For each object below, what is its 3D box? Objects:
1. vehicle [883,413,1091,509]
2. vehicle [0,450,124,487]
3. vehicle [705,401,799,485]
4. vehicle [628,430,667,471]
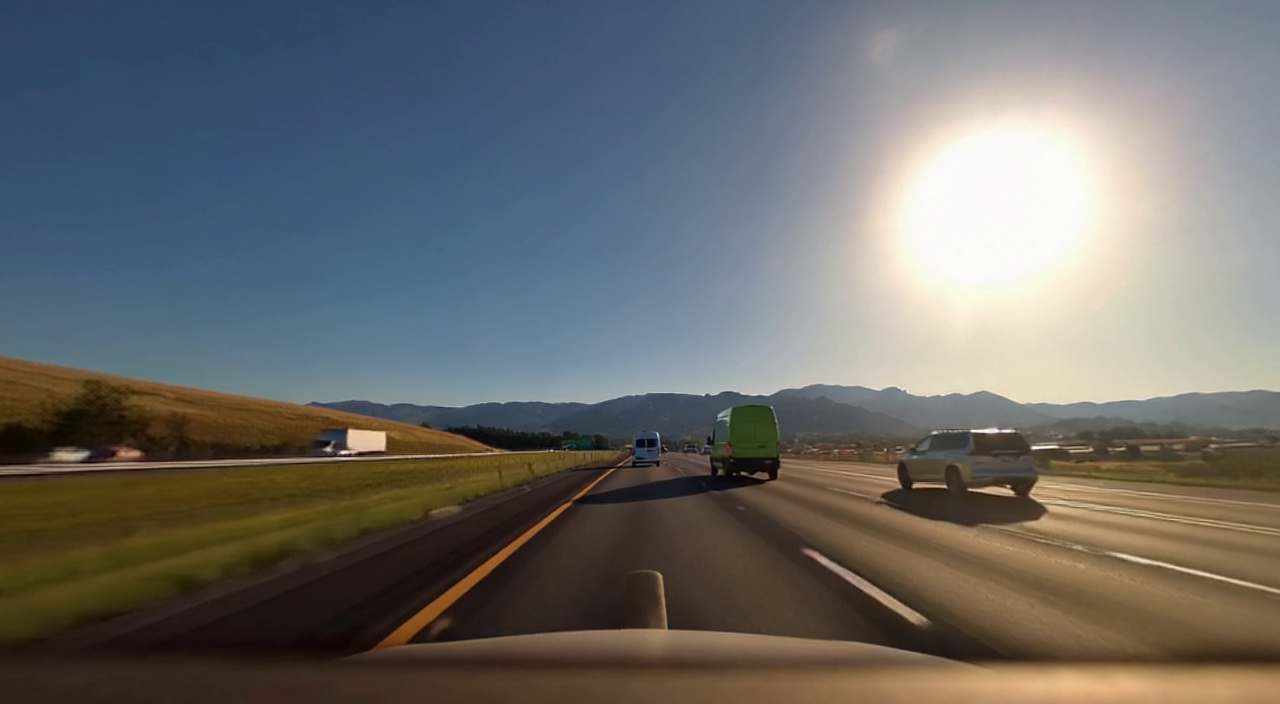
[{"bbox_3d":[7.957,2.554,15.209,2.240,1.925,4.854,0,-8,0],"label":"vehicle"},{"bbox_3d":[-26.653,5.324,29.192,1.802,1.546,4.238,0,-8,1],"label":"vehicle"},{"bbox_3d":[3.858,3.339,23.163,2.302,2.670,6.176,0,-8,0],"label":"vehicle"},{"bbox_3d":[0.419,5.605,36.037,2.131,2.122,4.473,0,-8,1],"label":"vehicle"}]
